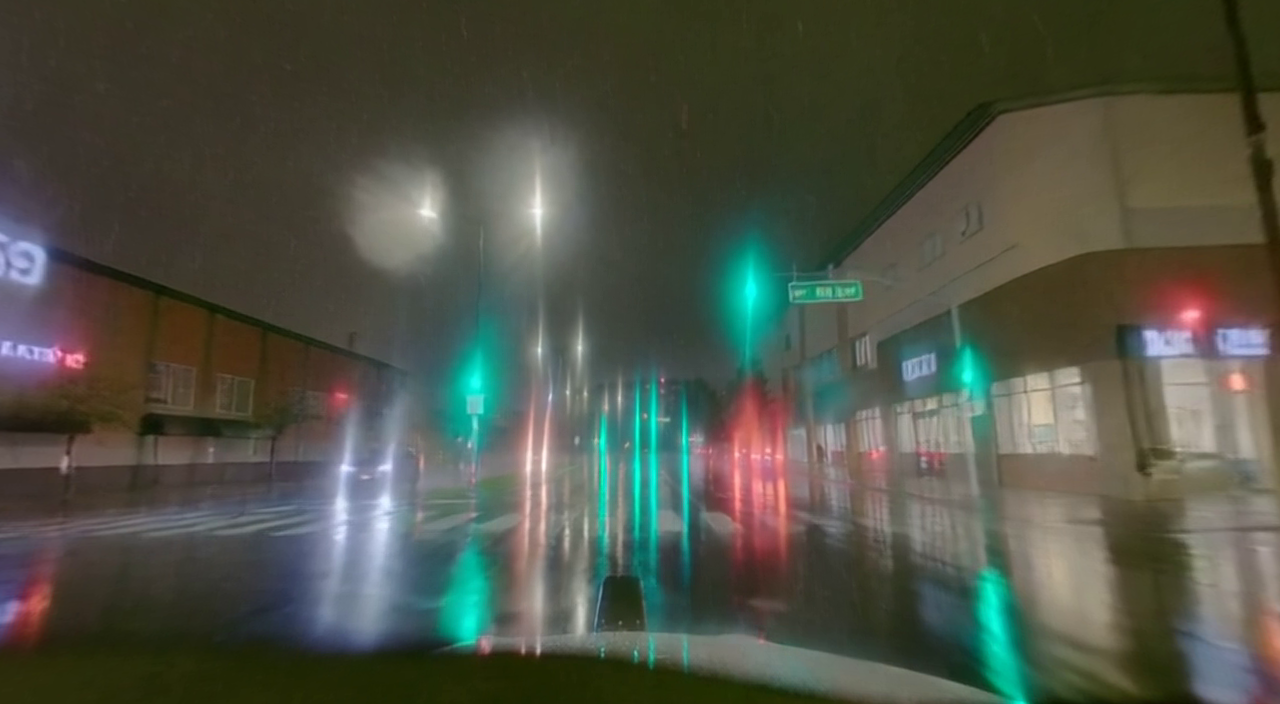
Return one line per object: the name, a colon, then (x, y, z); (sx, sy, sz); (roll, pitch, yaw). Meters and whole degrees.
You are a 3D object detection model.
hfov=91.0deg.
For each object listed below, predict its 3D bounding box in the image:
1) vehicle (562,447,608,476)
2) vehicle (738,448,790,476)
vehicle: (-2.907, 5.868, 34.091); (2.078, 1.471, 4.217); (0, -9, 0)
vehicle: (7.240, 6.455, 37.248); (1.968, 1.493, 4.878); (0, -9, -1)
